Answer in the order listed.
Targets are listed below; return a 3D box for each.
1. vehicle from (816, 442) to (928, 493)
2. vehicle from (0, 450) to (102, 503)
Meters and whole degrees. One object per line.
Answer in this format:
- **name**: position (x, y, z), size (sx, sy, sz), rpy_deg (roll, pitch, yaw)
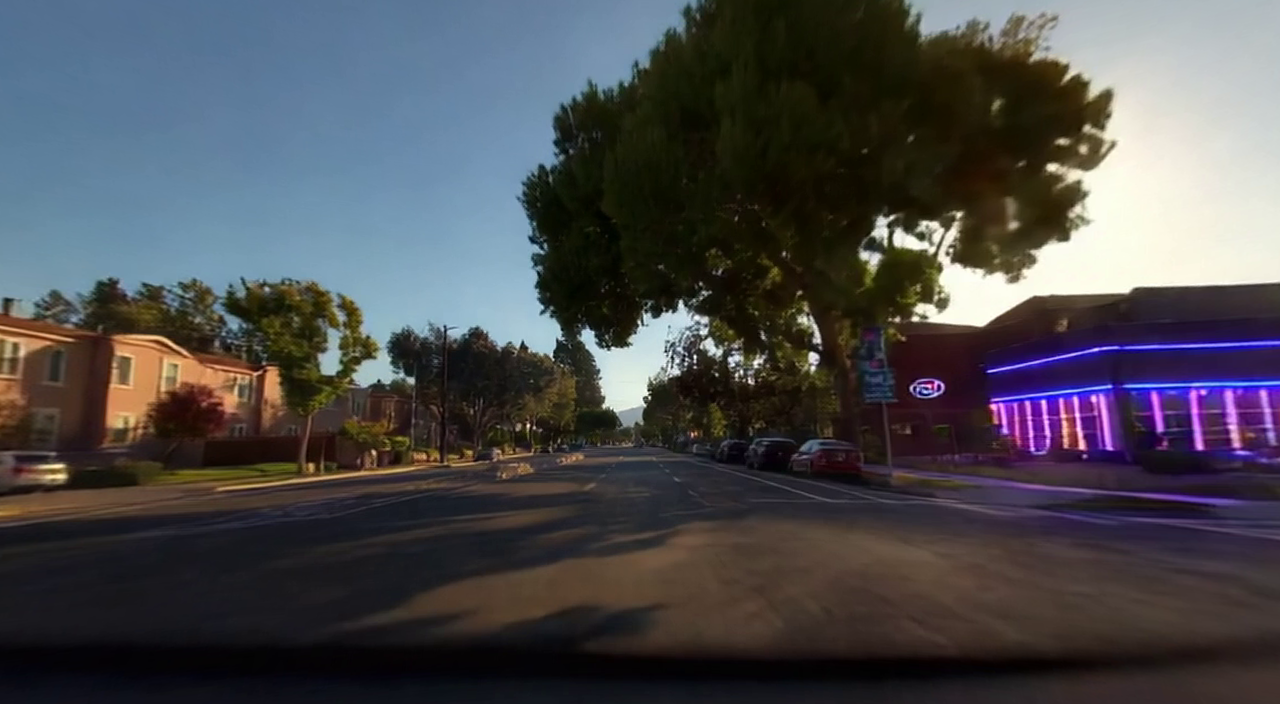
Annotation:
- **vehicle**: position (7.434, 3.714, 20.764), size (2.057, 1.478, 4.356), rpy_deg (0, -9, 1)
- **vehicle**: position (-20.457, 3.975, 20.322), size (4.193, 1.583, 2.006), rpy_deg (1, -9, -10)
